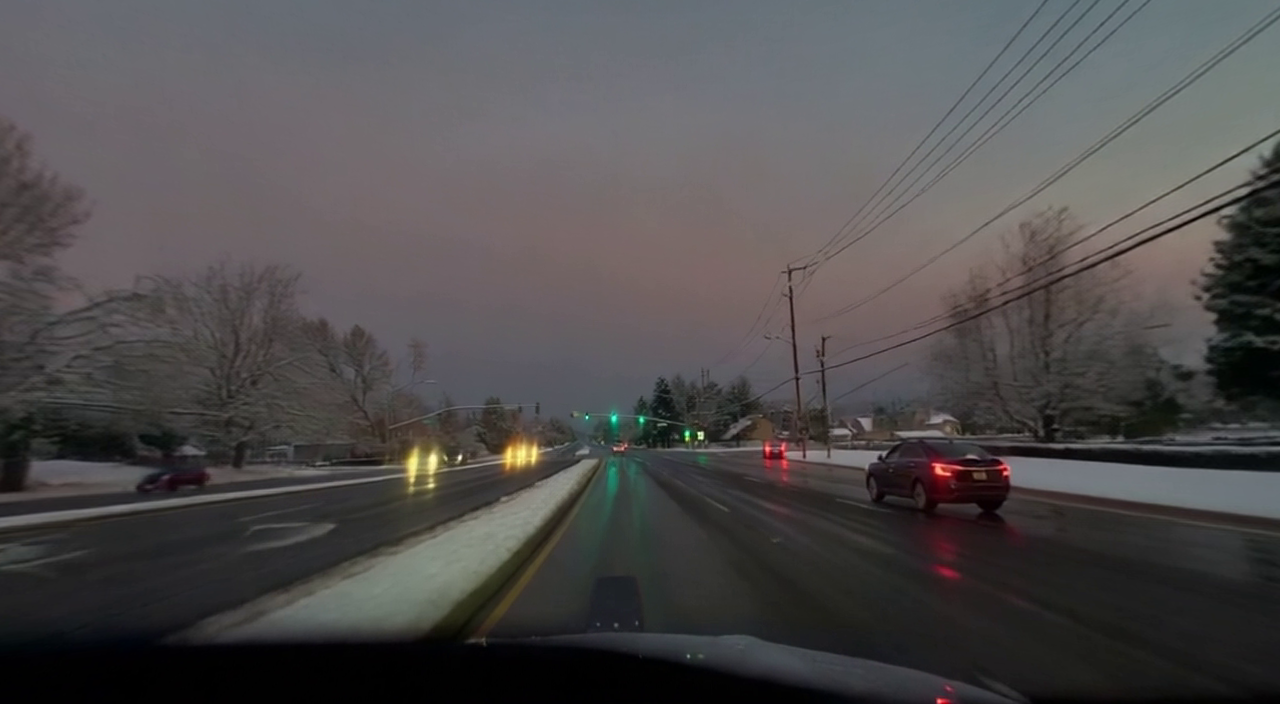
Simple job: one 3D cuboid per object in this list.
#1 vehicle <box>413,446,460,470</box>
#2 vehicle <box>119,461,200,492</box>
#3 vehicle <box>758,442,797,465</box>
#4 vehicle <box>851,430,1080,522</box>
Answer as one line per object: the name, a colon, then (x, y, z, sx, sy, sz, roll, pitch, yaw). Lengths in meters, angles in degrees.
vehicle: (-15.004, 7.796, 46.789, 2.060, 1.681, 4.418, 0, -8, -2)
vehicle: (-29.374, 7.590, 38.822, 1.932, 1.639, 4.600, 1, -9, -9)
vehicle: (9.935, 7.339, 45.961, 1.979, 1.581, 4.271, 0, -8, 1)
vehicle: (6.280, 2.440, 13.029, 2.113, 1.520, 4.650, 0, -8, -2)
